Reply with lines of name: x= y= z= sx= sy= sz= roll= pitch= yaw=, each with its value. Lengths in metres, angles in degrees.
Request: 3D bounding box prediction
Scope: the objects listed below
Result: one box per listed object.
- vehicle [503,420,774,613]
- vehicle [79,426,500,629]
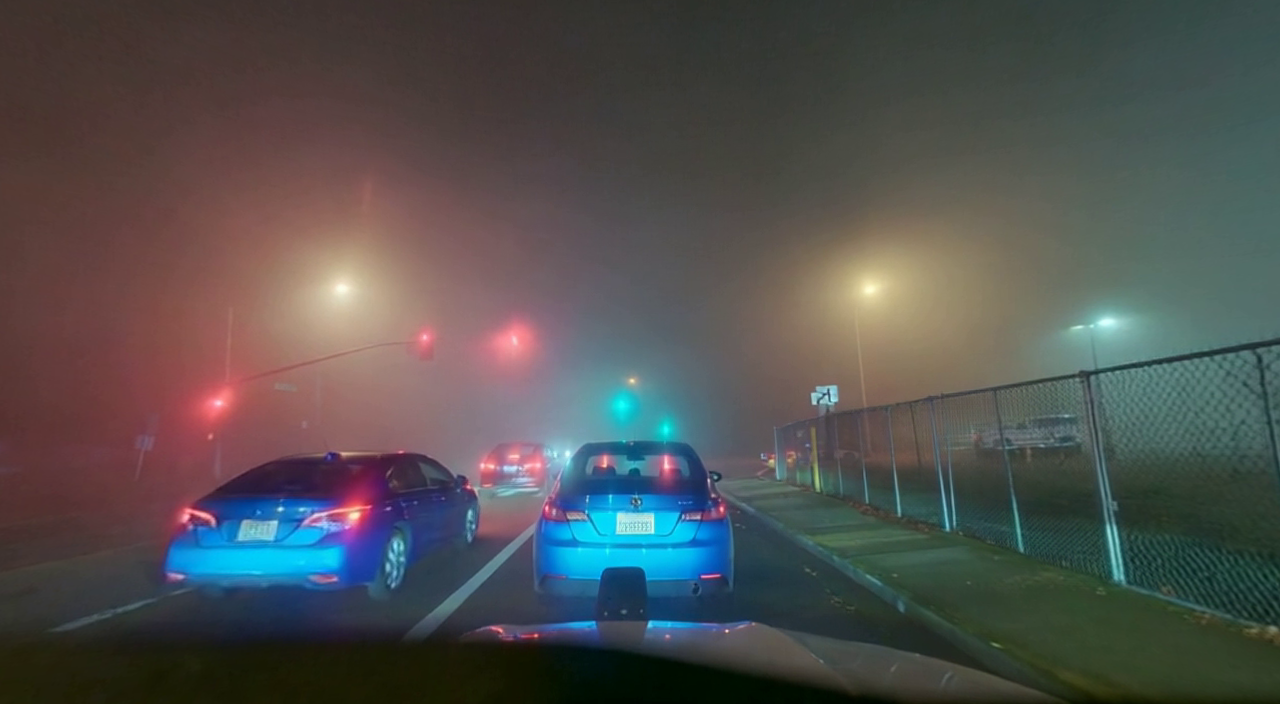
vehicle: x=-0.018 y=1.616 z=7.081 sx=2.144 sy=1.514 sz=4.063 roll=0 pitch=-9 yaw=0
vehicle: x=-3.149 y=1.657 z=7.045 sx=1.971 sy=1.488 sz=4.581 roll=0 pitch=-9 yaw=2
